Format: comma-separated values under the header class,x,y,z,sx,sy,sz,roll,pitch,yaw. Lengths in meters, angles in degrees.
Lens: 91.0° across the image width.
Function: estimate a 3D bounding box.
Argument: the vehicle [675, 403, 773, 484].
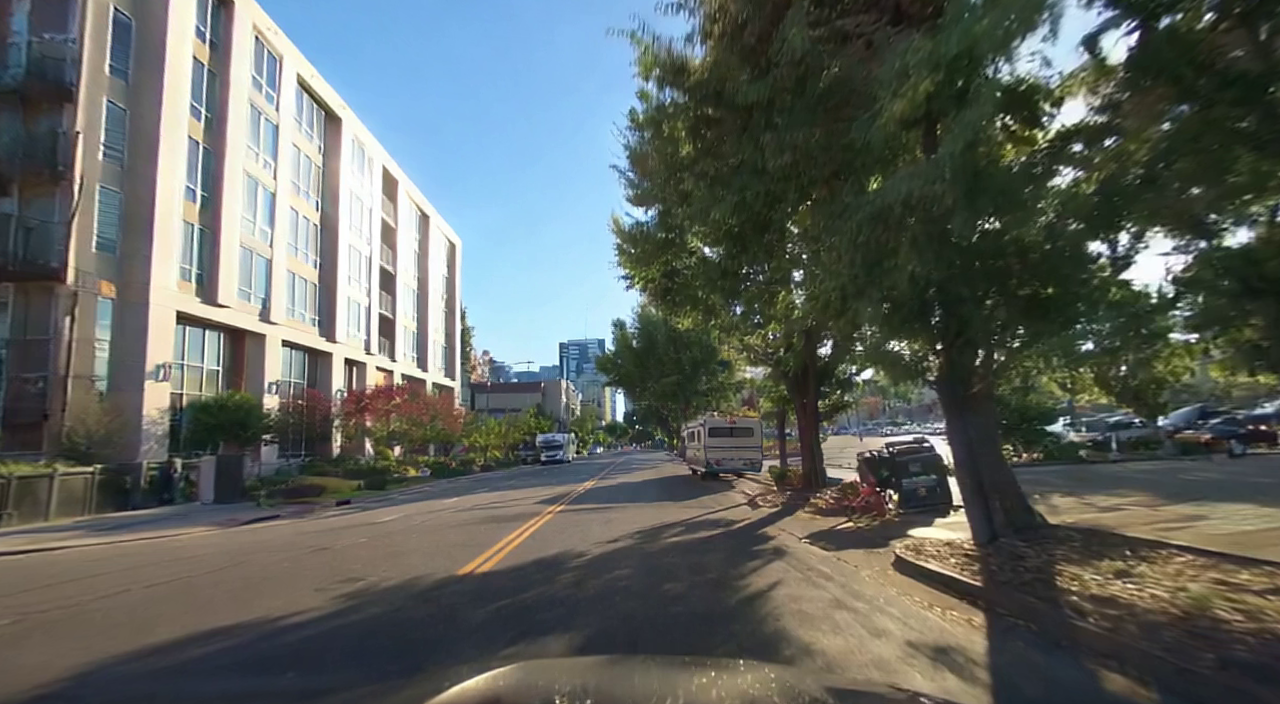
class,x,y,z,sx,sy,sz,roll,pitch,yaw
vehicle,3.539,4.168,29.078,3.074,3.099,8.805,1,-8,-2
